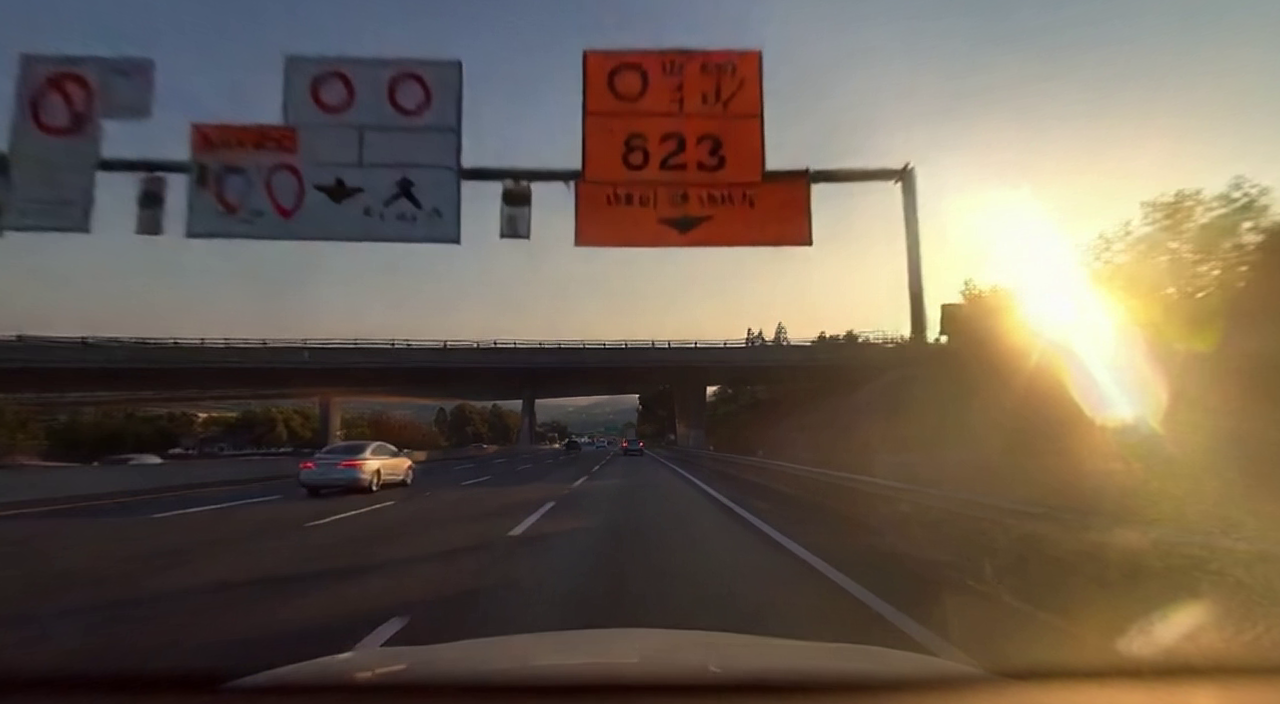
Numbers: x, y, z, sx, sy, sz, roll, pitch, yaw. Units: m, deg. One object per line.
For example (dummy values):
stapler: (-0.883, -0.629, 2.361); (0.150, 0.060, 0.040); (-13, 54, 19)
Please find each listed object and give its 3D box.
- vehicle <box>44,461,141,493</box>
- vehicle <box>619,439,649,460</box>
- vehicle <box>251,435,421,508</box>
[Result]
vehicle: (-27.302, 6.221, 31.563); (1.637, 1.384, 3.701); (0, -8, -3)
vehicle: (-0.419, 7.023, 45.462); (2.072, 1.440, 3.690); (0, -8, -1)
vehicle: (-7.272, 2.868, 15.741); (1.939, 1.504, 4.727); (0, -8, -1)
